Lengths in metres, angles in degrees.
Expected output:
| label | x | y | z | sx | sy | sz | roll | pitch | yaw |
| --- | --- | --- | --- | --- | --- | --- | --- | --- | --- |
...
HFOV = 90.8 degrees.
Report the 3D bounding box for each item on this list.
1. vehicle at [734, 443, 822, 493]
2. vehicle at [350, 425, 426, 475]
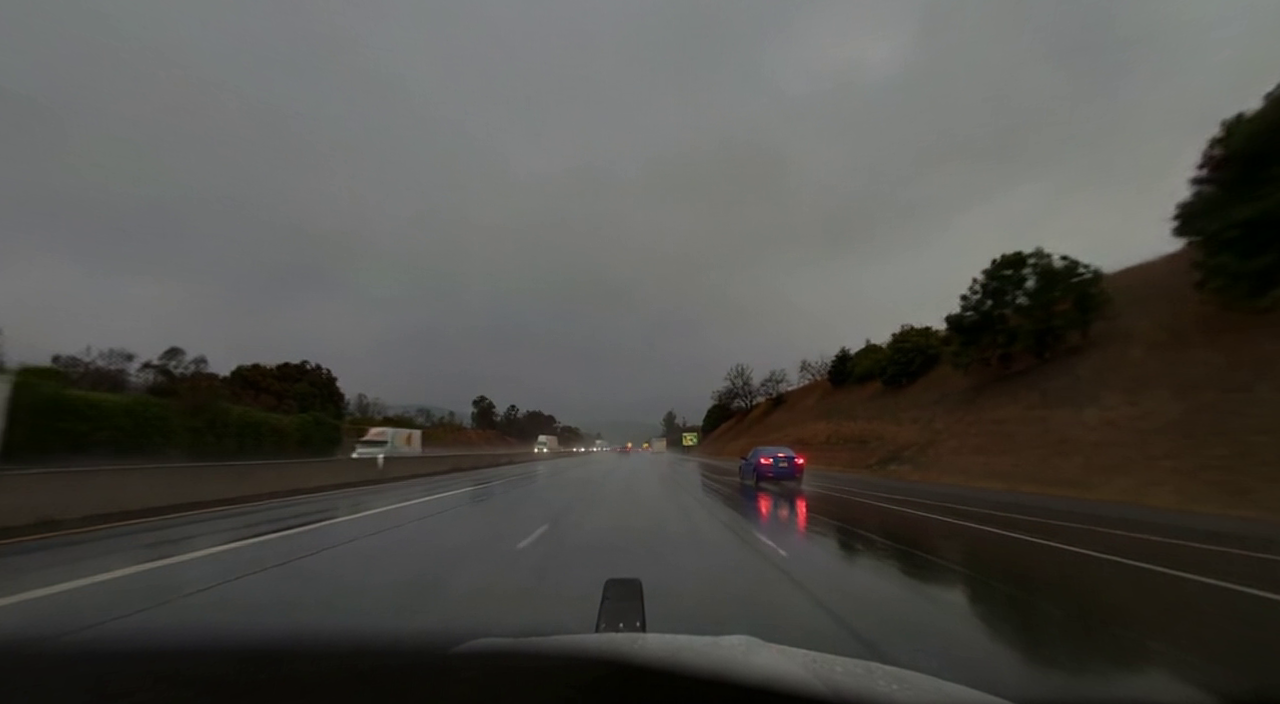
| label | x | y | z | sx | sy | sz | roll | pitch | yaw |
| --- | --- | --- | --- | --- | --- | --- | --- | --- | --- |
| vehicle | 4.457 | 3.808 | 21.039 | 1.967 | 1.472 | 3.751 | 0 | -9 | -2 |
| vehicle | -19.392 | 7.628 | 49.139 | 2.795 | 3.552 | 7.495 | 0 | -9 | 0 |
